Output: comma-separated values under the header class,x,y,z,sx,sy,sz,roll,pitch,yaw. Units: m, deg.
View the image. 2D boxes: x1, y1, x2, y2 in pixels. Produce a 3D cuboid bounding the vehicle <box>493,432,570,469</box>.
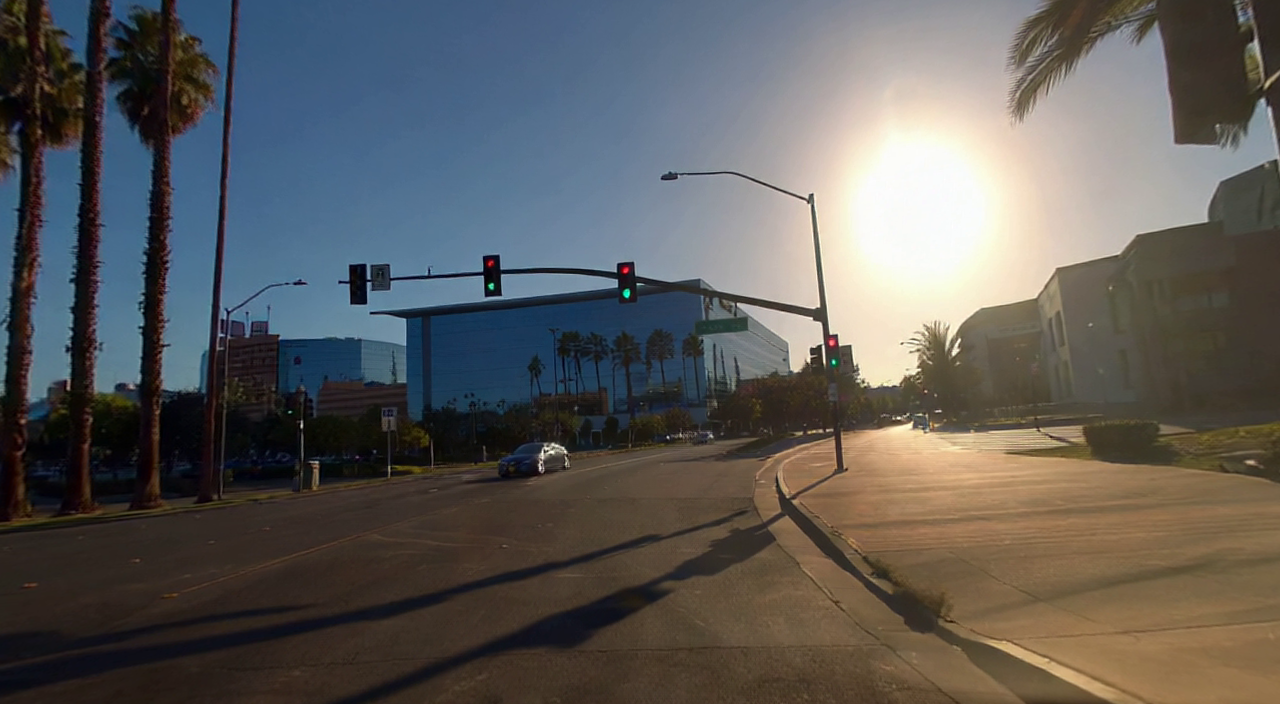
class,x,y,z,sx,sy,sz,roll,pitch,yaw
vehicle,-5.657,5.231,33.660,2.181,1.792,4.648,-3,-9,16
